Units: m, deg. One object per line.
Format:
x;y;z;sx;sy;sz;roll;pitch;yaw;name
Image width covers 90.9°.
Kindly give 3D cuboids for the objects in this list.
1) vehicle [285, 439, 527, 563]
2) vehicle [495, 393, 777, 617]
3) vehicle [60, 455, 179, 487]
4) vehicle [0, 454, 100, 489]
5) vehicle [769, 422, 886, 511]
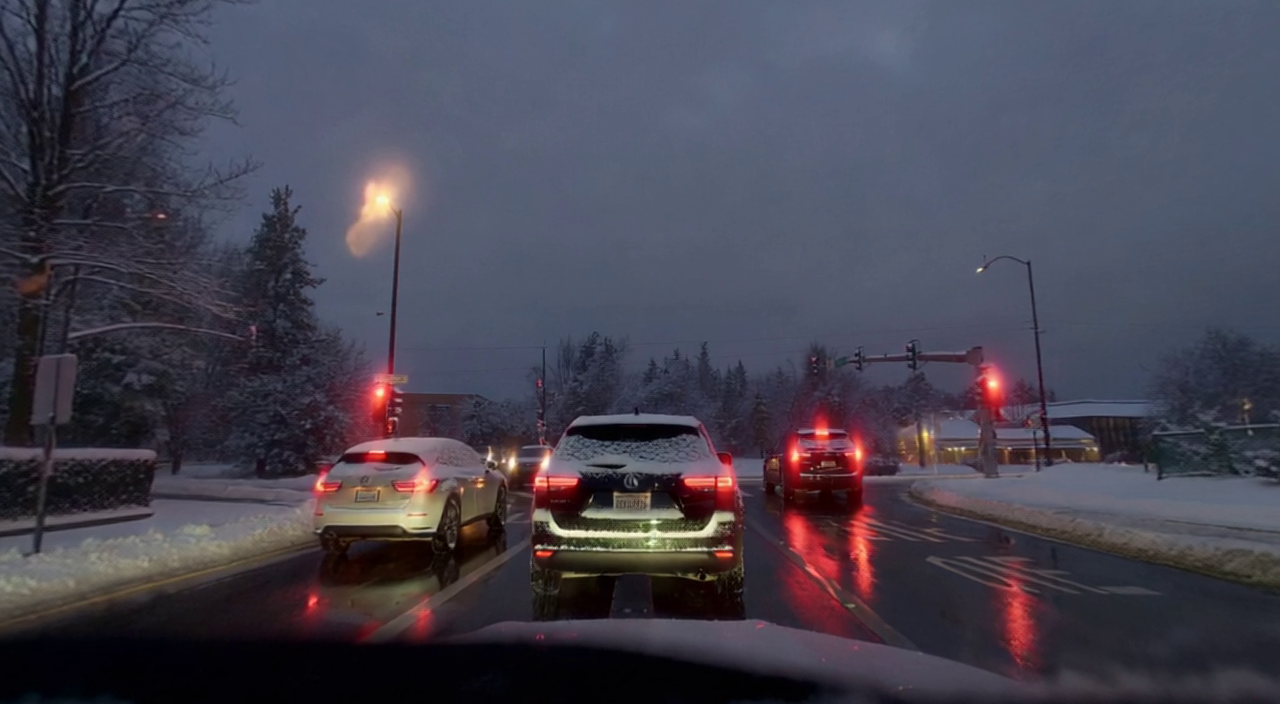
-3.190;2.097;9.760;1.913;1.453;4.413;0;-8;2;vehicle
-0.025;1.518;7.173;2.203;1.757;4.286;0;-8;0;vehicle
-25.991;5.946;31.609;4.140;1.444;1.742;2;-9;-15;vehicle
-27.028;5.279;27.963;4.198;1.444;1.765;2;-9;-15;vehicle
4.815;2.999;16.907;2.084;2.053;4.073;-1;-8;4;vehicle
